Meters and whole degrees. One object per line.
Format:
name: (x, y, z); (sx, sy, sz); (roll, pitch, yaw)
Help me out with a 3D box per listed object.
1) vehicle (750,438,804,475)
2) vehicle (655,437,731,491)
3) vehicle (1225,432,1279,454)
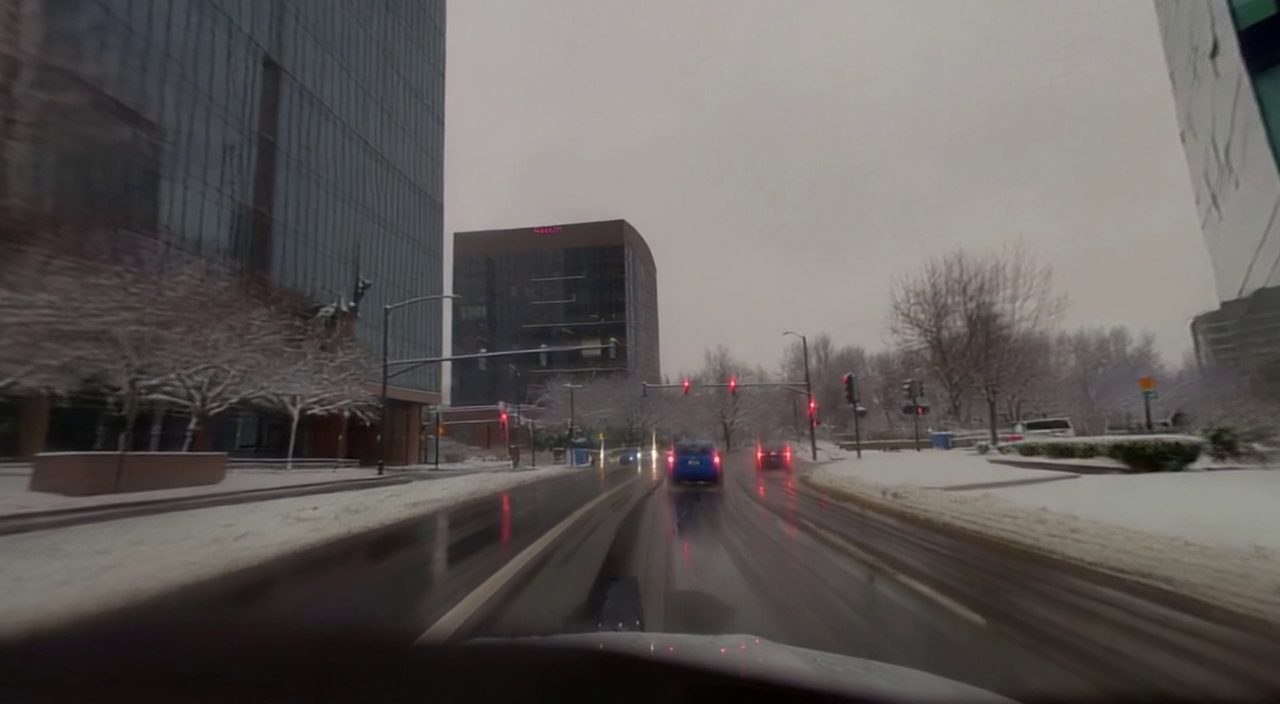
vehicle: (6.011, 4.630, 28.042); (1.916, 1.492, 3.911); (-1, -9, 6)
vehicle: (1.648, 3.470, 19.804); (2.127, 1.497, 4.020); (-1, -9, 5)
vehicle: (46.838, 6.800, 47.143); (3.905, 1.481, 1.767); (-5, -11, 12)
